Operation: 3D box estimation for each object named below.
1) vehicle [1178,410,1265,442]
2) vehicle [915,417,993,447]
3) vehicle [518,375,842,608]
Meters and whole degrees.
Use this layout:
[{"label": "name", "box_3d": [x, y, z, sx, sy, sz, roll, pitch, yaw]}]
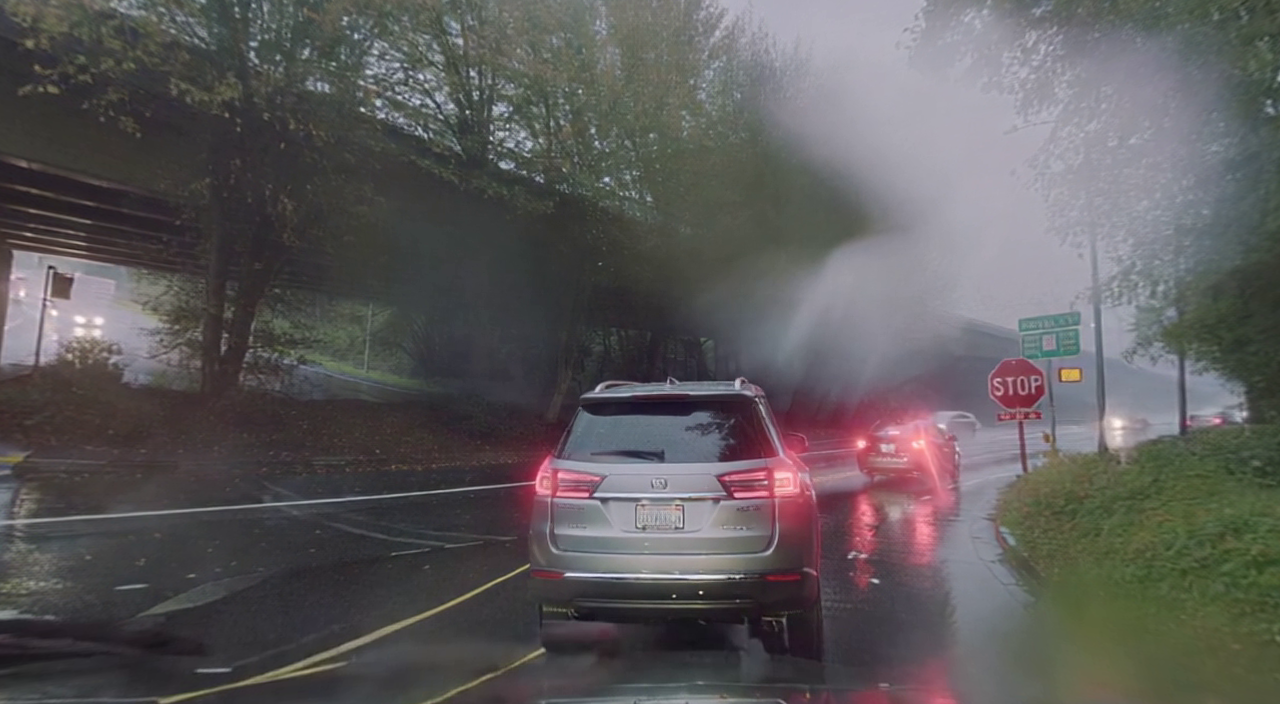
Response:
[{"label": "vehicle", "box_3d": [36.097, 4.638, 39.100, 5.166, 1.791, 2.131, 4, -10, -27]}, {"label": "vehicle", "box_3d": [19.366, 4.965, 38.899, 4.557, 1.712, 1.913, 4, -10, -28]}, {"label": "vehicle", "box_3d": [0.313, 1.406, 7.132, 2.494, 1.804, 4.336, 0, -9, 0]}]
